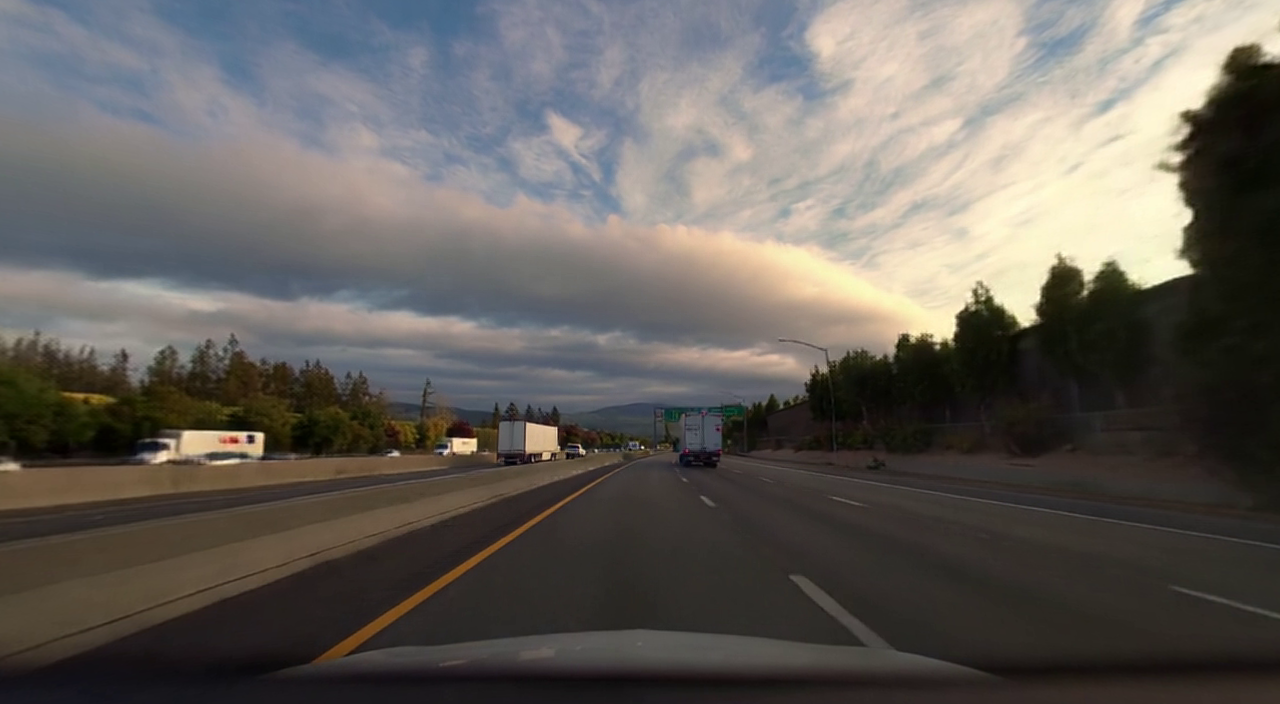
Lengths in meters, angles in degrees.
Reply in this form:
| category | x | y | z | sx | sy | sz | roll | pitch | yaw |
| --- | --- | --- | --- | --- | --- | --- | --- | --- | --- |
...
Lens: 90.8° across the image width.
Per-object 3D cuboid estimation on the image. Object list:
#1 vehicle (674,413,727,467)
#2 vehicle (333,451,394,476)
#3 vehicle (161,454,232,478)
| category | x | y | z | sx | sy | sz | roll | pitch | yaw |
| --- | --- | --- | --- | --- | --- | --- | --- | --- | --- |
| vehicle | 4.442 | 6.971 | 49.170 | 2.928 | 3.595 | 13.975 | 0 | -9 | 1 |
| vehicle | -17.622 | 7.095 | 40.382 | 1.833 | 1.438 | 4.011 | -1 | -9 | 5 |
| vehicle | -29.229 | 7.489 | 41.715 | 1.805 | 1.458 | 3.709 | -1 | -9 | 5 |
